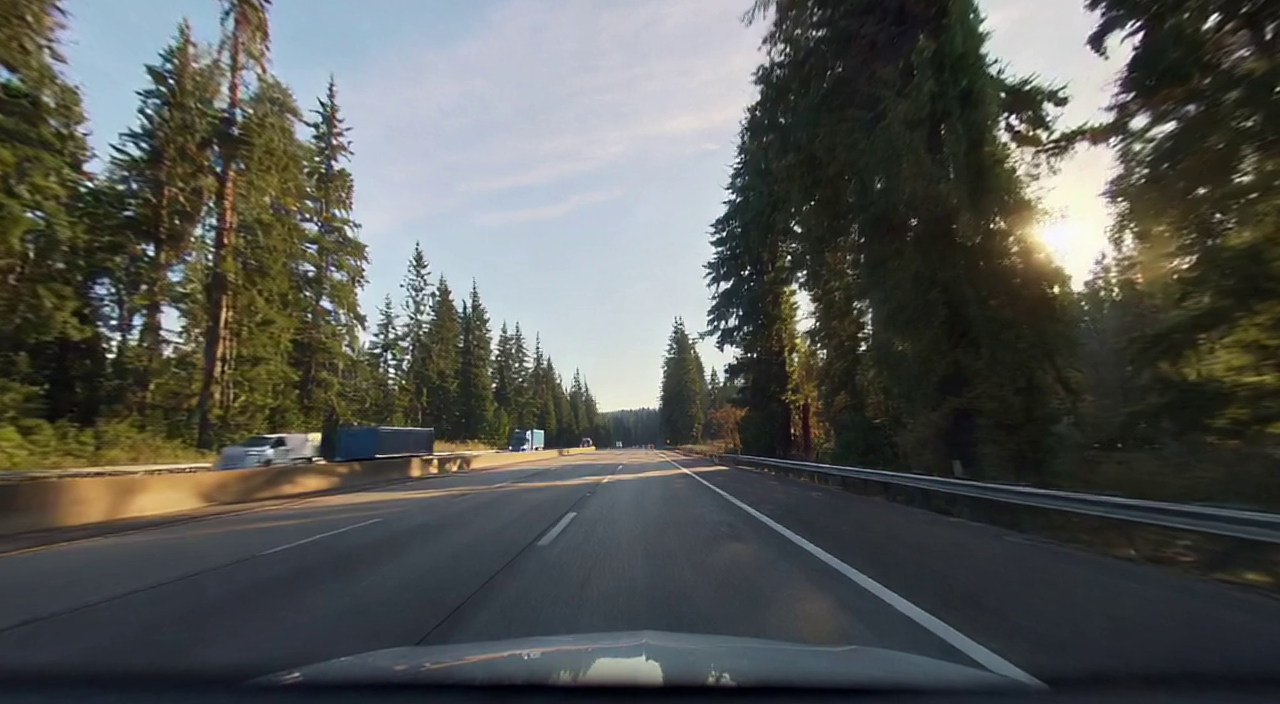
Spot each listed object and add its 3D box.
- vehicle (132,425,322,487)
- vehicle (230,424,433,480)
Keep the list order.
[{"bbox_3d":[-13.116,3.358,20.697,2.293,1.736,5.712,0,-8,1],"label":"vehicle"},{"bbox_3d":[-12.932,4.411,28.425,2.672,1.964,12.269,0,-8,2],"label":"vehicle"}]
